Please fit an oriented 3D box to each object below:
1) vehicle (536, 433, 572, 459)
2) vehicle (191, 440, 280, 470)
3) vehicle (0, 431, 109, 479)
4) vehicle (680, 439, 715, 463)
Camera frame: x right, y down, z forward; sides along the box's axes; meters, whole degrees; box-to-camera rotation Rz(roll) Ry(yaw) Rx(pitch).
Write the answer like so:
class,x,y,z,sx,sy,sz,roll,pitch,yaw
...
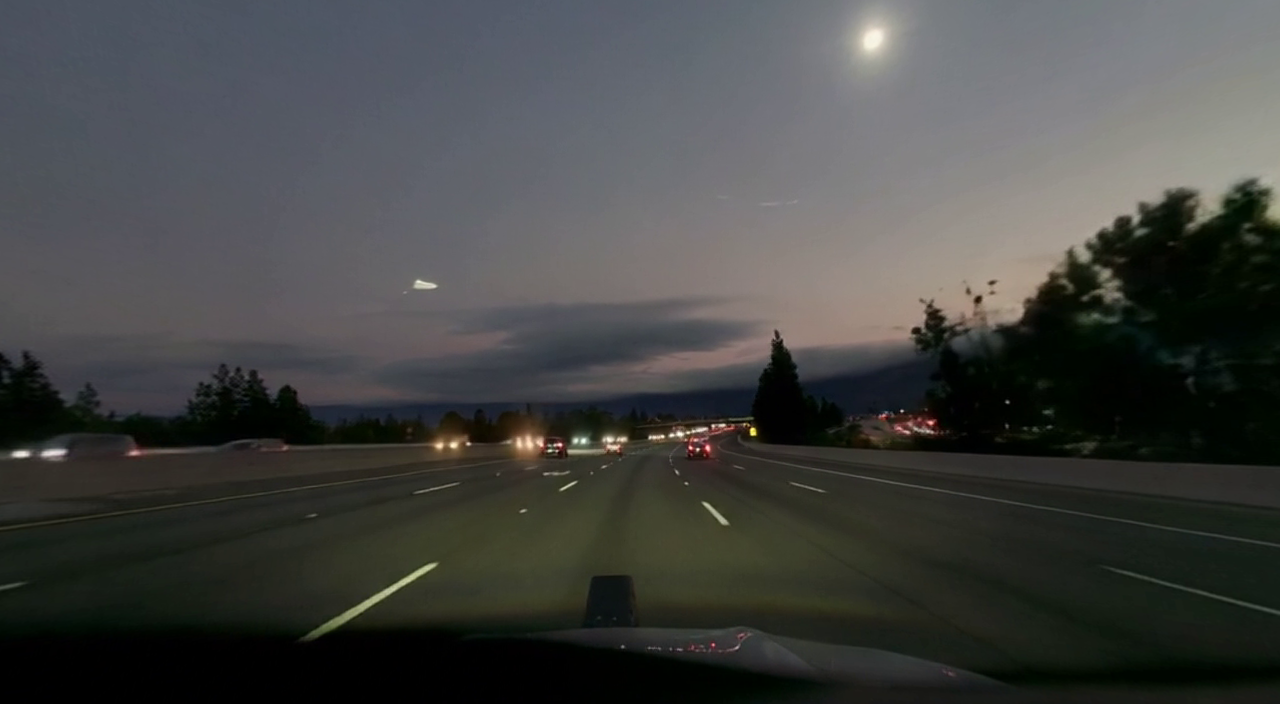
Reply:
class,x,y,z,sx,sy,sz,roll,pitch,yaw
vehicle,-6.467,7.174,47.979,2.009,1.850,4.338,0,-9,2
vehicle,-22.920,5.826,36.012,1.851,1.579,4.577,-1,-9,3
vehicle,-26.977,4.614,28.400,1.949,1.947,4.685,0,-9,1
vehicle,3.755,6.571,41.921,1.967,1.475,4.080,0,-9,1
